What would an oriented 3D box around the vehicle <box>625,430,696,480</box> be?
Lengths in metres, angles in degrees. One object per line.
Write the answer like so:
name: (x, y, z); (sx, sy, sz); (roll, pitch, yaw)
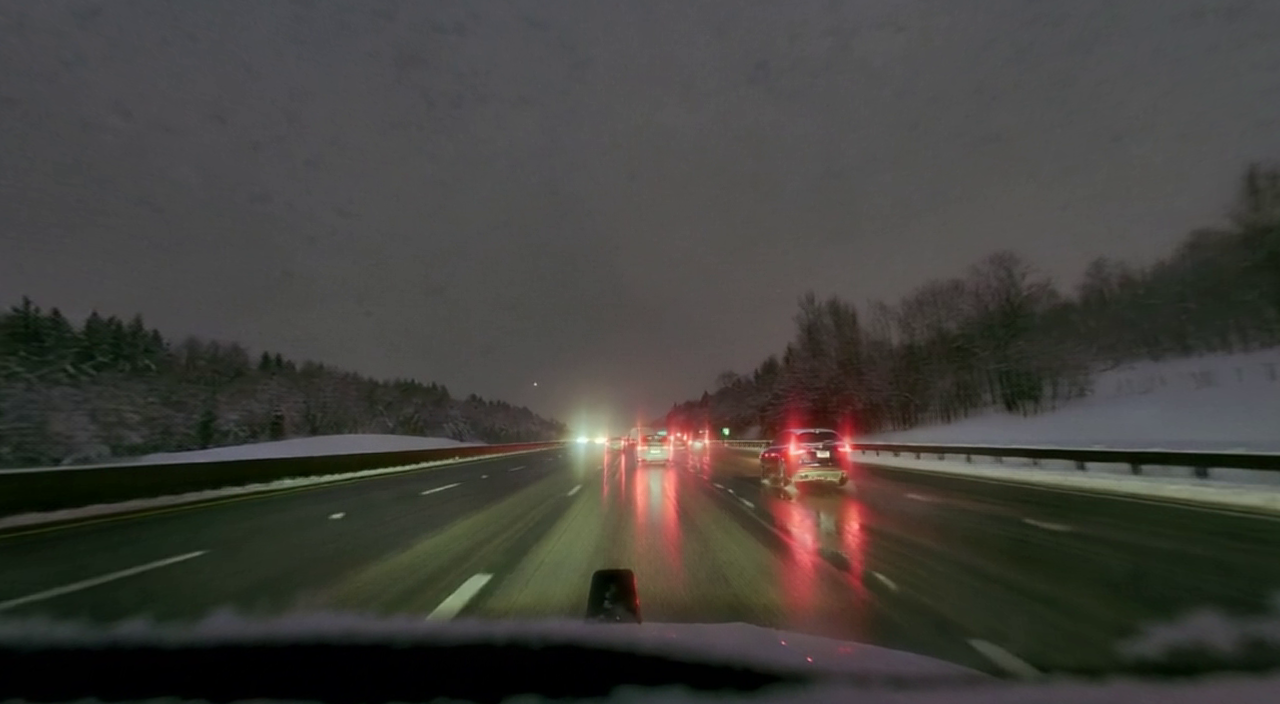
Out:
vehicle: (0.564, 3.299, 20.451); (2.046, 1.467, 3.844); (0, -8, -2)
